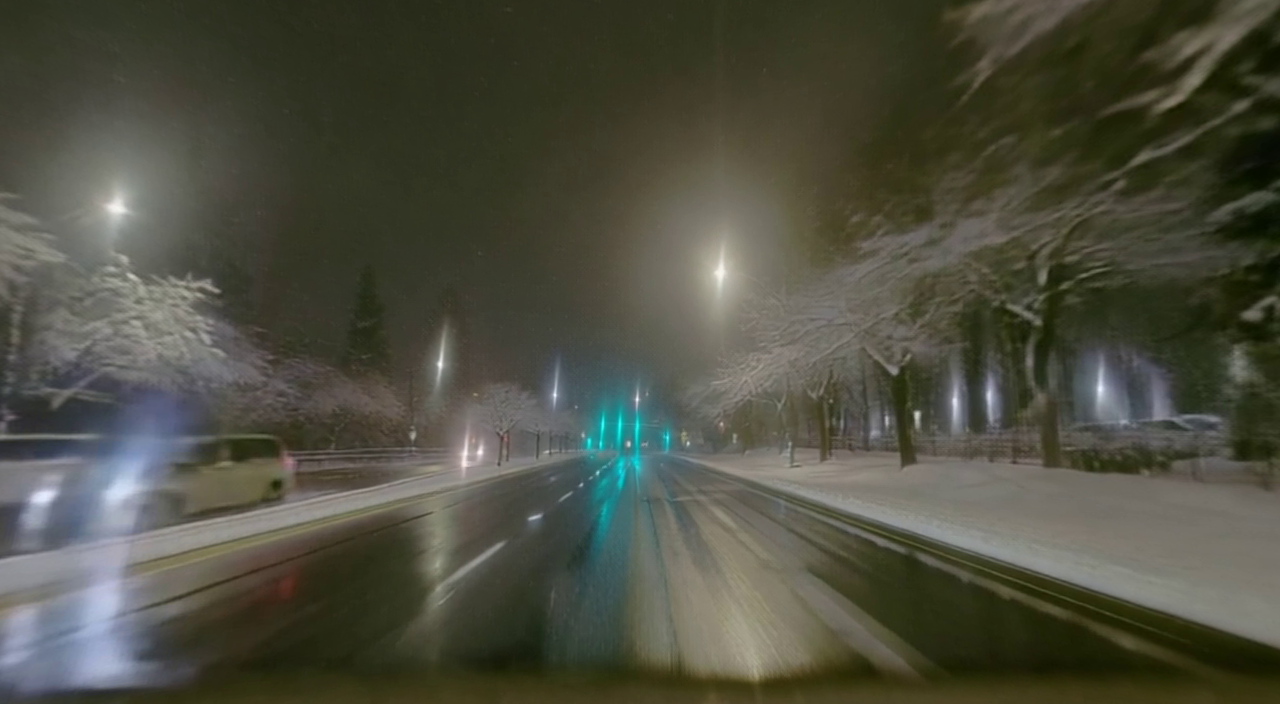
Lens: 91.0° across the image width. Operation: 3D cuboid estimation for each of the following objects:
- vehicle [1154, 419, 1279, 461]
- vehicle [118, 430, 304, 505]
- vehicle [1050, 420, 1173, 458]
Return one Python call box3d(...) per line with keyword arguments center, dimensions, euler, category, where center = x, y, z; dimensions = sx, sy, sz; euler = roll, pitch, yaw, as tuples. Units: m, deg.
box3d(center=(25.381, 3.822, 27.216), dimensions=(4.393, 1.717, 2.010), euler=(0, -9, 1), category="vehicle")
box3d(center=(-11.848, 3.208, 17.888), dimensions=(2.146, 1.847, 4.437), euler=(0, -8, 0), category="vehicle")
box3d(center=(24.843, 4.624, 33.300), dimensions=(4.814, 1.804, 1.980), euler=(-1, -9, -1), category="vehicle")
